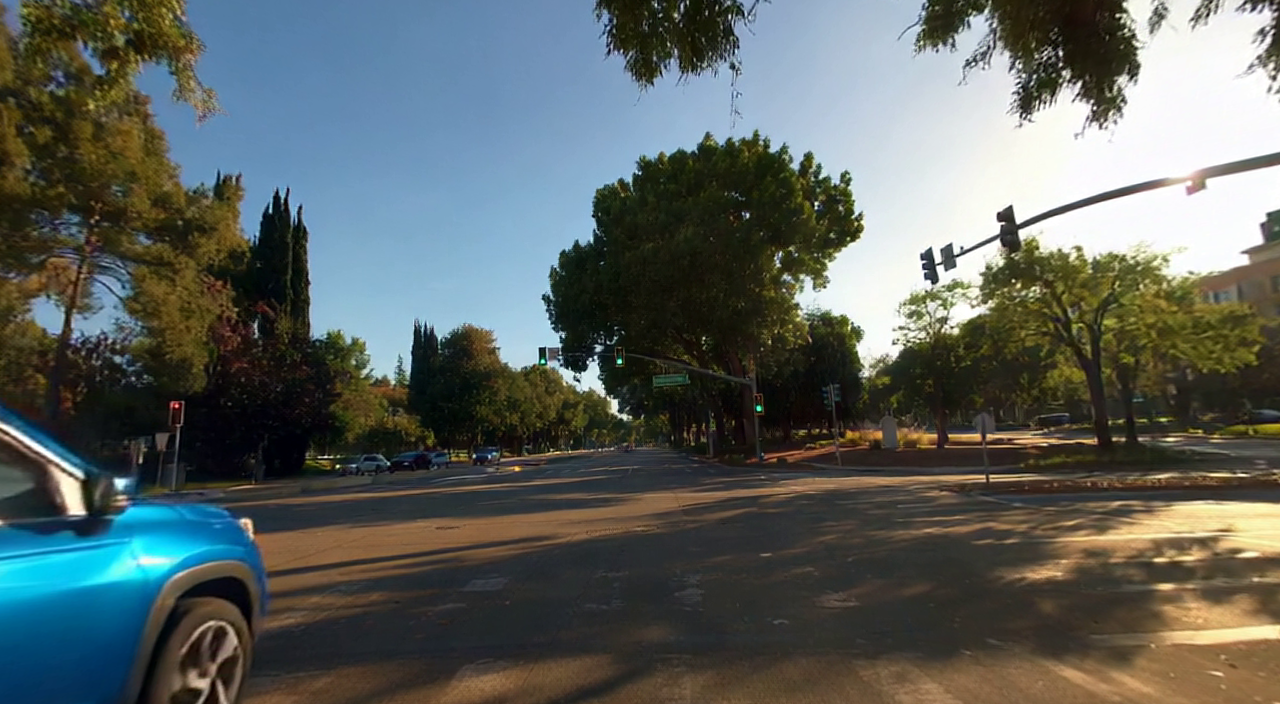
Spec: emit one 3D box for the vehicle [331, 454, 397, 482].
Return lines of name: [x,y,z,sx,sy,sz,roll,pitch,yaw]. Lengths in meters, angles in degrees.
vehicle: [-16.138,6.789,37.102,1.830,1.440,4.351,0,-8,1]

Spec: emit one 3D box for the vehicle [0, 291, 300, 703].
vehicle: [-3.110,0.633,1.436,2.123,1.799,4.425,0,-8,1]

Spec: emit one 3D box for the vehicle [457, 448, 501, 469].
vehicle: [-11.843,7.848,46.508,1.980,1.452,4.318,0,-8,2]

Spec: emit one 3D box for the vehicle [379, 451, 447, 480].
vehicle: [-12.554,6.269,35.162,2.028,1.455,4.421,0,-8,2]
